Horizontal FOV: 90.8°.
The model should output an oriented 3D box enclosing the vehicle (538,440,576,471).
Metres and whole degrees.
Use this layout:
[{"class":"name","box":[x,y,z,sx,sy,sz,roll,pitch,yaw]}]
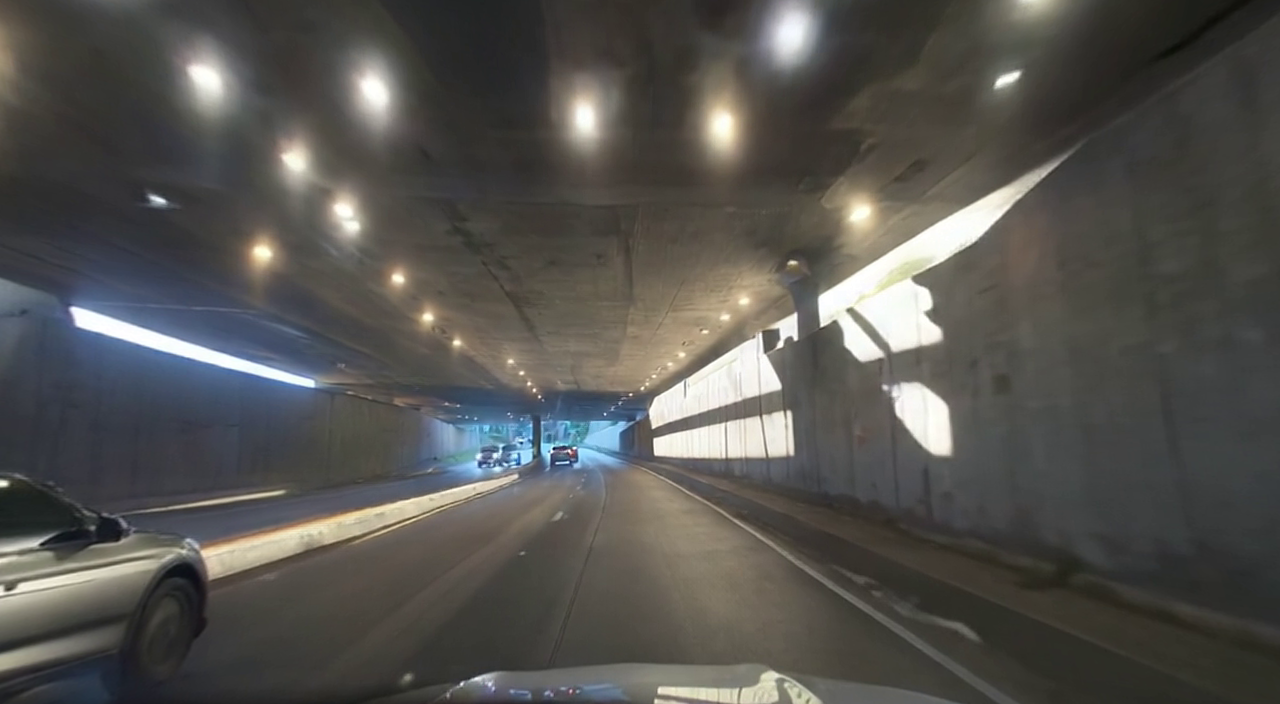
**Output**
[{"class":"vehicle","box":[-4.883,6.147,37.709,1.961,1.725,4.315,1,-9,-4]}]
